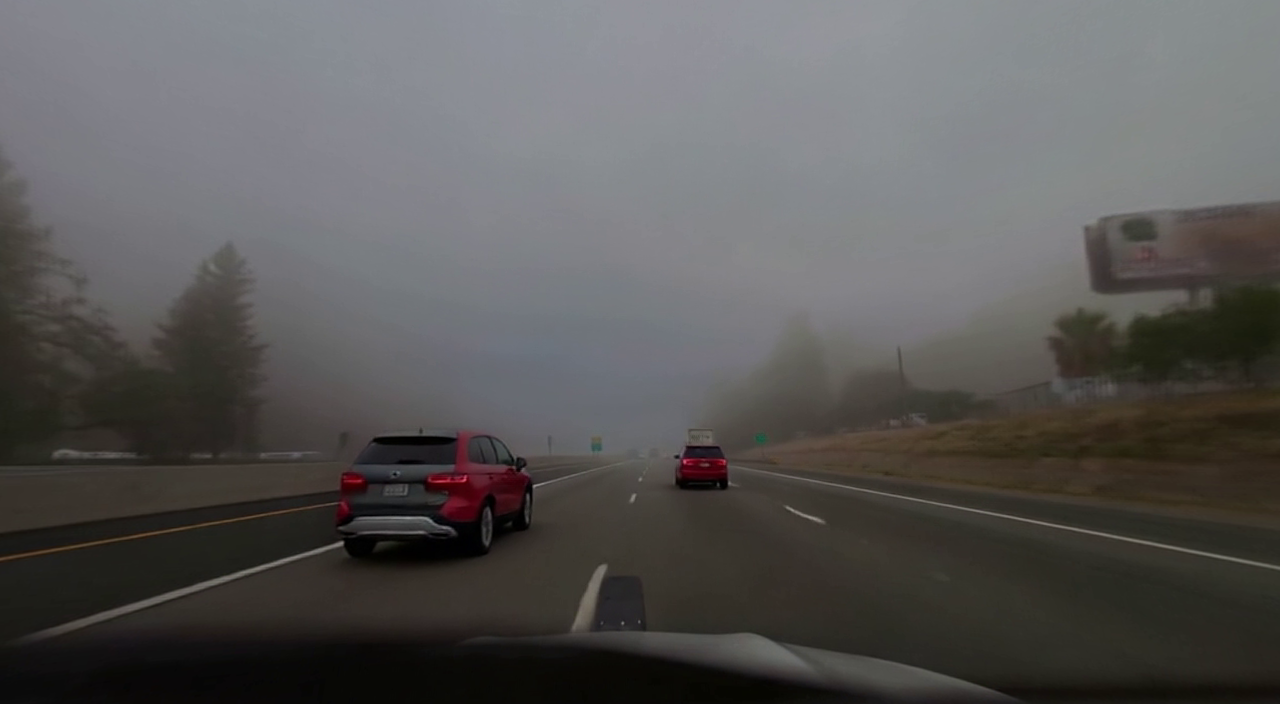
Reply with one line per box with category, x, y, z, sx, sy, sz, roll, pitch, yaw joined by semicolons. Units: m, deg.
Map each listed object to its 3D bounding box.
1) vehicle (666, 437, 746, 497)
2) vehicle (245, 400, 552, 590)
vehicle;1.977;3.641;20.310;2.087;1.682;4.388;0;-9;0
vehicle;-2.651;1.737;8.433;2.139;1.804;4.611;-1;-9;2
